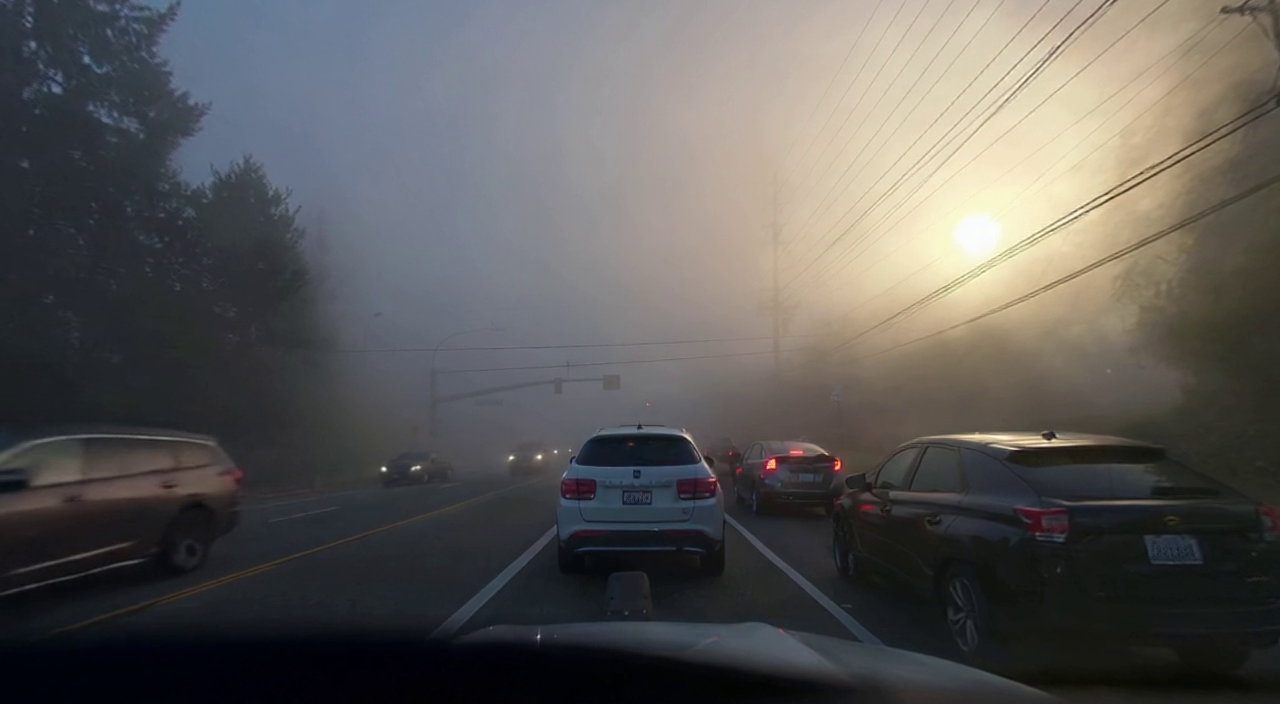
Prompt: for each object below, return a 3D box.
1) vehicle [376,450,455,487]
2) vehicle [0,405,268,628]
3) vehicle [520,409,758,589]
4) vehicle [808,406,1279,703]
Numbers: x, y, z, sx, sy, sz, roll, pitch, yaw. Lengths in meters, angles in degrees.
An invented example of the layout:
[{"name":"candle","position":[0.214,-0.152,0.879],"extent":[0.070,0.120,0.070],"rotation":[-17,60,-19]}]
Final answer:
[{"name":"vehicle","position":[-9.809,5.083,27.898],"extent":[1.921,1.471,4.137],"rotation":[0,-8,1]},{"name":"vehicle","position":[-6.198,1.478,6.117],"extent":[2.253,1.751,4.700],"rotation":[0,-8,1]},{"name":"vehicle","position":[0.008,1.671,7.985],"extent":[2.200,1.653,4.127],"rotation":[0,-8,0]},{"name":"vehicle","position":[2.894,1.308,4.991],"extent":[1.950,1.487,4.275],"rotation":[0,-8,0]}]
